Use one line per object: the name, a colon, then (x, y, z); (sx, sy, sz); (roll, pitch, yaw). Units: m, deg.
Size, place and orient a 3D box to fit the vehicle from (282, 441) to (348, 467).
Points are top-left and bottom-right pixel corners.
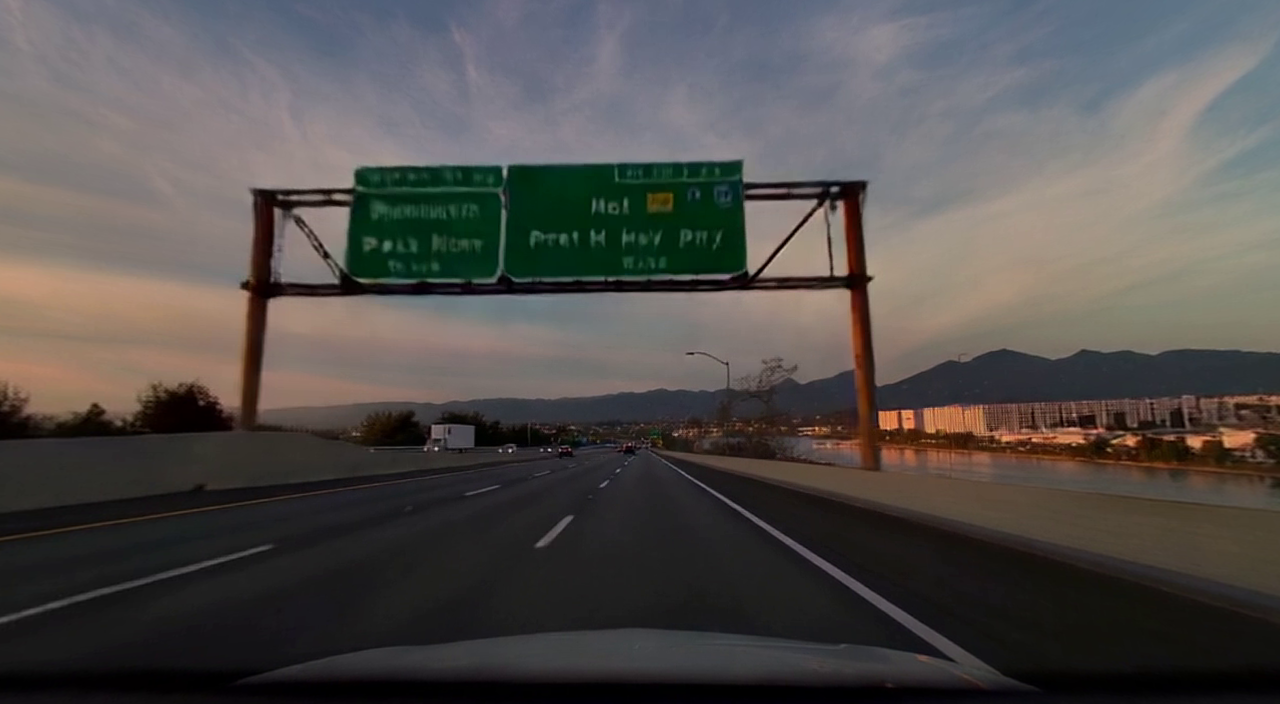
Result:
vehicle: (-20.296, 6.365, 39.460); (1.967, 1.517, 3.971); (0, -9, 0)
